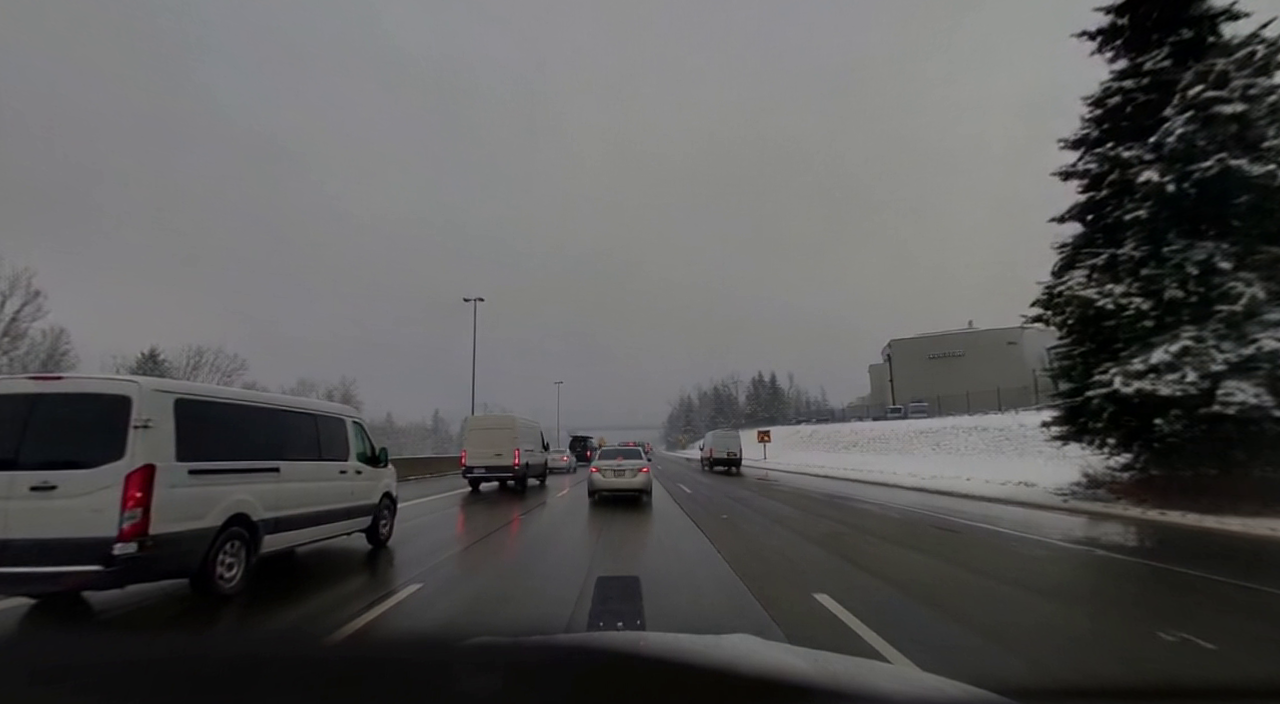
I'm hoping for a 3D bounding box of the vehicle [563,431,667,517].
[{"bbox_3d":[-0.503,2.759,14.642,2.093,1.695,3.782,0,-9,0],"label":"vehicle"}]

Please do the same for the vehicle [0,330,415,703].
[{"bbox_3d":[-4.050,1.194,5.626,2.253,1.892,4.823,0,-9,0],"label":"vehicle"}]

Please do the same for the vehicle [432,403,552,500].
[{"bbox_3d":[-4.534,3.252,20.756,2.248,2.626,6.837,0,-9,0],"label":"vehicle"}]

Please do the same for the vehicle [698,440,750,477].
[{"bbox_3d":[4.232,5.461,32.527,2.003,1.754,4.134,0,-9,-1],"label":"vehicle"}]
